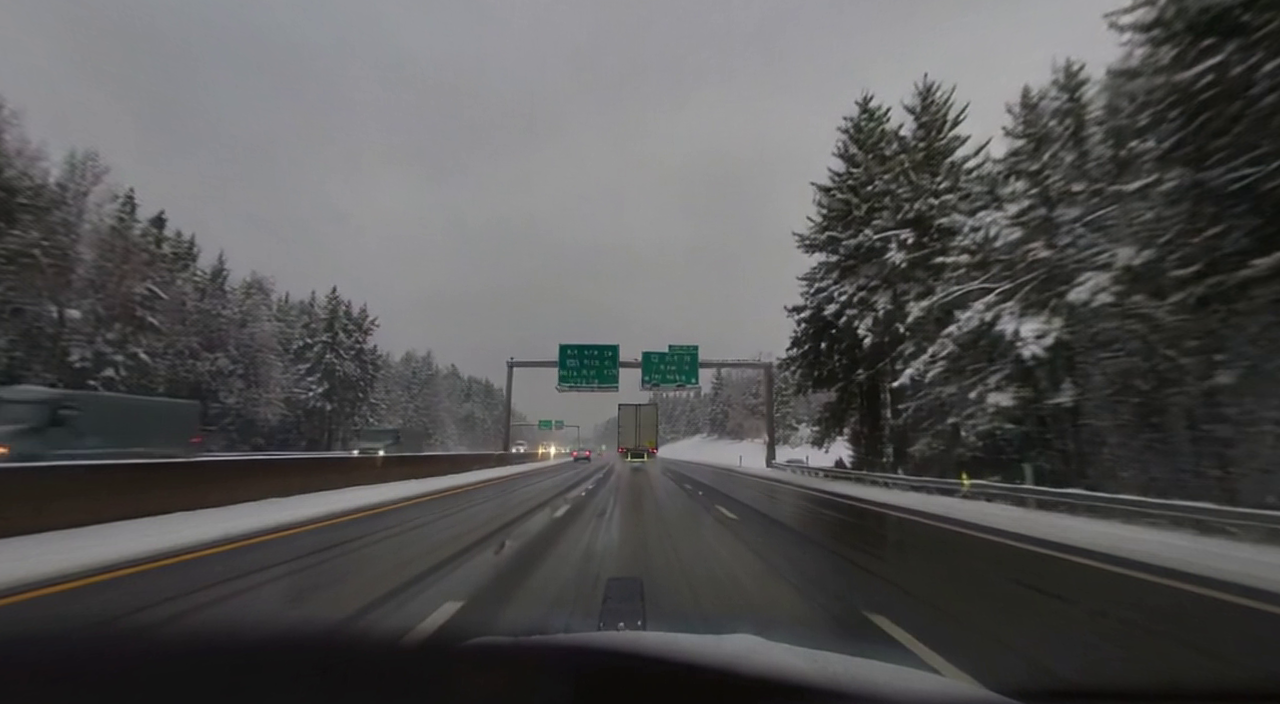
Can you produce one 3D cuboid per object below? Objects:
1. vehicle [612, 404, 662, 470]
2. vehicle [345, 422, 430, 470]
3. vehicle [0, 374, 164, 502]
[{"bbox_3d":[-0.302,5.952,43.477,2.962,3.953,10.696,0,-9,-1],"label":"vehicle"},{"bbox_3d":[-13.293,5.030,33.666,2.229,2.282,5.782,0,-9,-1],"label":"vehicle"},{"bbox_3d":[-13.651,1.850,13.386,2.459,2.466,5.747,0,-9,0],"label":"vehicle"}]
